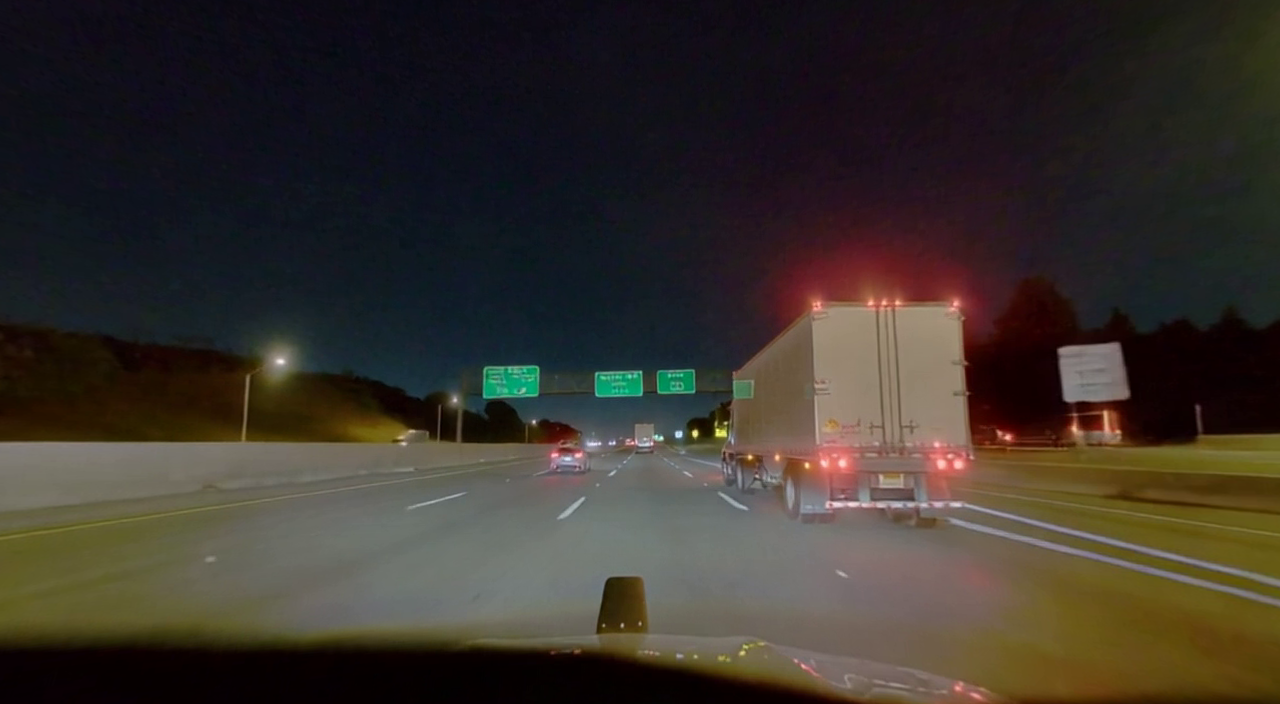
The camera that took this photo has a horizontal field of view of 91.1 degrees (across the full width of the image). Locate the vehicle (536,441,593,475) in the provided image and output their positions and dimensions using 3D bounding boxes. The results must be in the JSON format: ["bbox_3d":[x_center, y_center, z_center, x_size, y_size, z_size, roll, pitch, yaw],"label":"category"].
[{"bbox_3d":[-3.657,5.260,31.491,2.143,1.529,4.918,0,-8,1],"label":"vehicle"}]

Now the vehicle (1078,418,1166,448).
[{"bbox_3d":[28.657,4.840,37.498,1.928,1.603,4.315,1,-7,2],"label":"vehicle"}]

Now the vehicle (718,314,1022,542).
[{"bbox_3d":[4.048,1.882,14.670,3.049,3.395,10.595,0,-8,0],"label":"vehicle"}]
